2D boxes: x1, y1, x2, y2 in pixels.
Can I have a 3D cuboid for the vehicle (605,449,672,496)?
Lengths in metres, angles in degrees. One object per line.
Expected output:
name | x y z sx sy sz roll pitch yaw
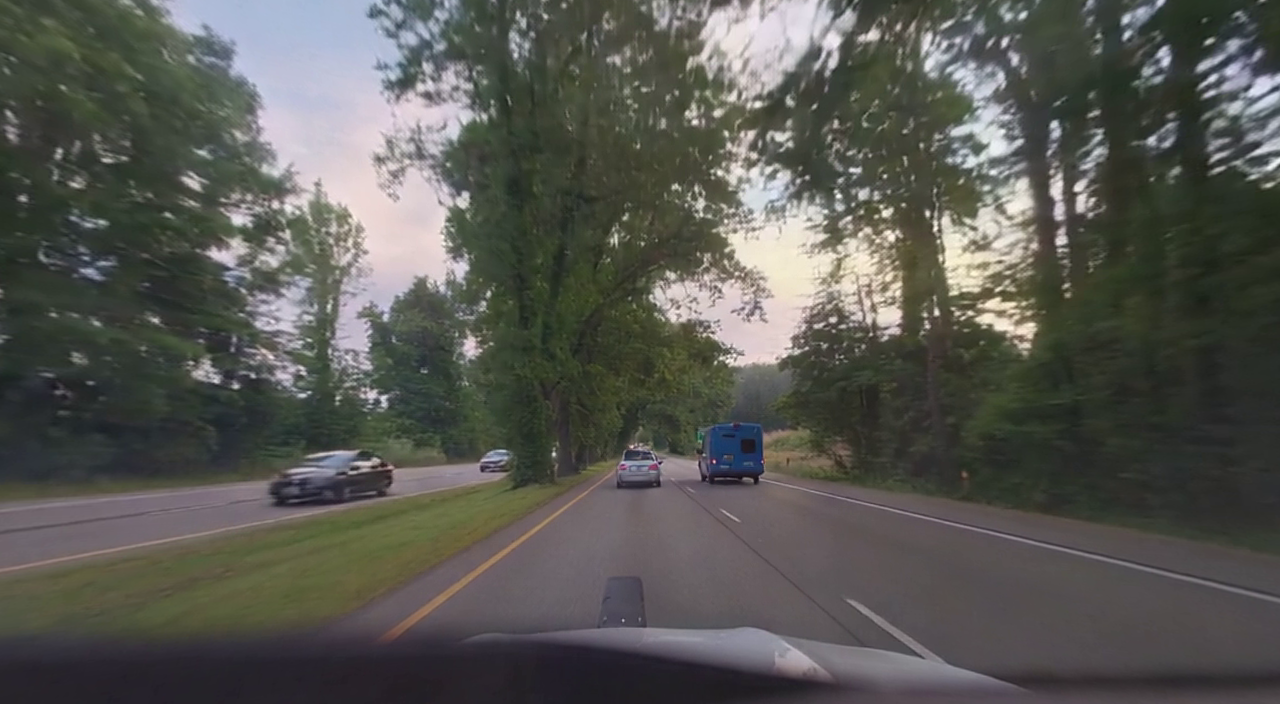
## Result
vehicle | -0.053 4.013 21.308 2.037 1.417 3.885 0 -9 0

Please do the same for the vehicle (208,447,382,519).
vehicle | -7.341 2.790 13.894 1.719 1.342 3.683 0 -9 0

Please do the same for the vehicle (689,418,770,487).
vehicle | 3.703 4.361 27.374 2.513 2.633 5.930 0 -9 -1

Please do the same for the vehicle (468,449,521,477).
vehicle | -8.099 6.227 35.443 2.047 1.440 3.907 -1 -9 1
